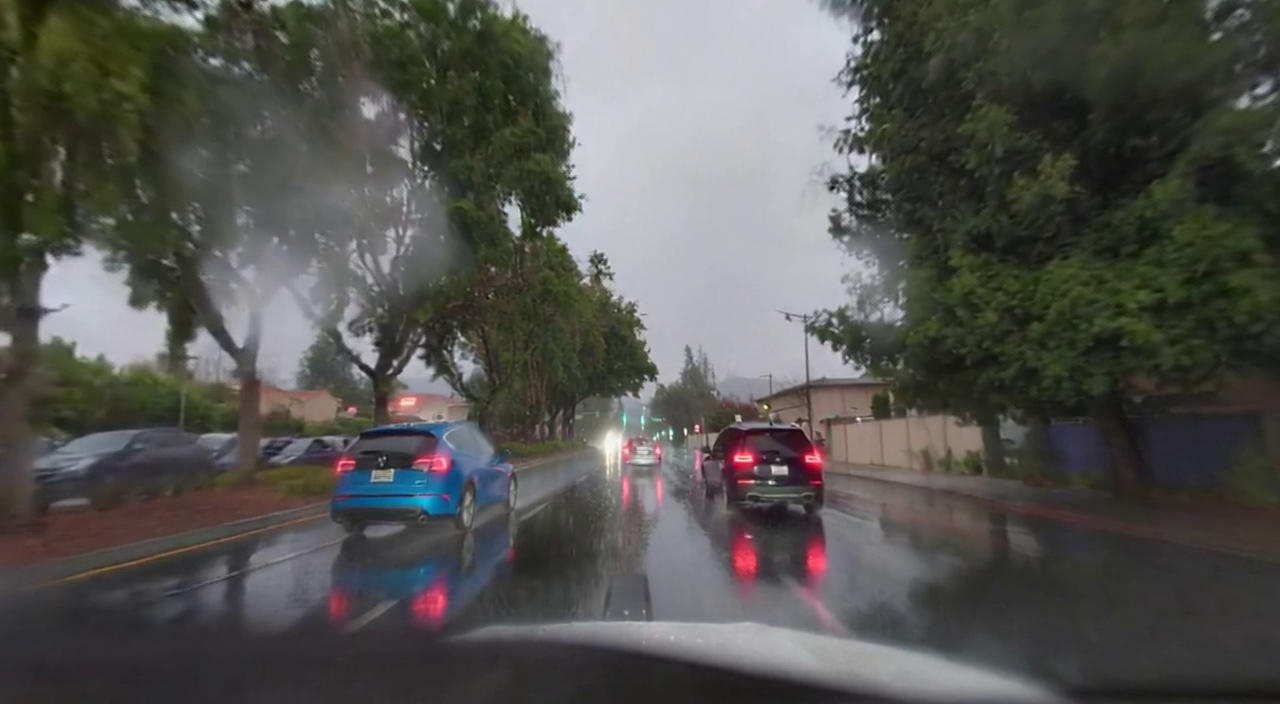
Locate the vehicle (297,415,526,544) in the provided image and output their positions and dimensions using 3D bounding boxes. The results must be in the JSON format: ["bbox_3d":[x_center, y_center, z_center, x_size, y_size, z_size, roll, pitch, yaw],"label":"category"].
[{"bbox_3d":[-3.463,2.019,10.738,2.043,1.687,4.676,0,-8,1],"label":"vehicle"}]

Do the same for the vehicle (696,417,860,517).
[{"bbox_3d":[2.628,2.336,13.341,2.280,1.747,4.361,0,-8,-3],"label":"vehicle"}]

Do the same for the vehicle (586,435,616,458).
[{"bbox_3d":[-3.022,7.415,49.629,2.014,1.755,4.360,0,-8,1],"label":"vehicle"}]

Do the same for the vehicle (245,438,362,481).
[{"bbox_3d":[-12.294,3.934,23.434,1.849,1.452,4.423,0,-8,1],"label":"vehicle"}]

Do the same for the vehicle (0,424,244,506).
[{"bbox_3d":[-12.462,2.704,15.625,1.928,1.675,4.900,0,-8,2],"label":"vehicle"}]

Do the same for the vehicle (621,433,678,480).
[{"bbox_3d":[0.315,3.762,22.939,1.922,1.579,3.642,0,-8,0],"label":"vehicle"}]
